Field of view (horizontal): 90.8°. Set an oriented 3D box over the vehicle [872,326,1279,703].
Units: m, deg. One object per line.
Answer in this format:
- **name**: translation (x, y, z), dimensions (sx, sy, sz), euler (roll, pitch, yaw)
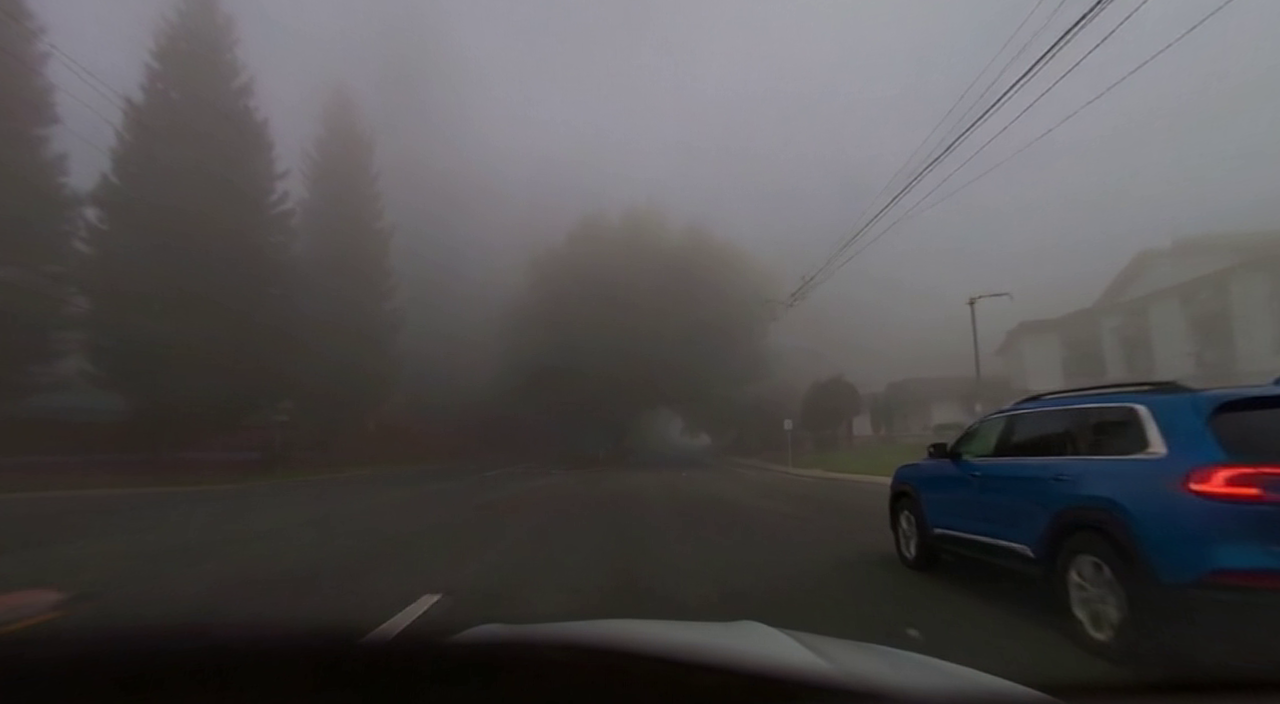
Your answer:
- **vehicle**: translation (3.812, 1.120, 4.906), dimensions (2.193, 1.777, 4.772), euler (0, -9, 0)
